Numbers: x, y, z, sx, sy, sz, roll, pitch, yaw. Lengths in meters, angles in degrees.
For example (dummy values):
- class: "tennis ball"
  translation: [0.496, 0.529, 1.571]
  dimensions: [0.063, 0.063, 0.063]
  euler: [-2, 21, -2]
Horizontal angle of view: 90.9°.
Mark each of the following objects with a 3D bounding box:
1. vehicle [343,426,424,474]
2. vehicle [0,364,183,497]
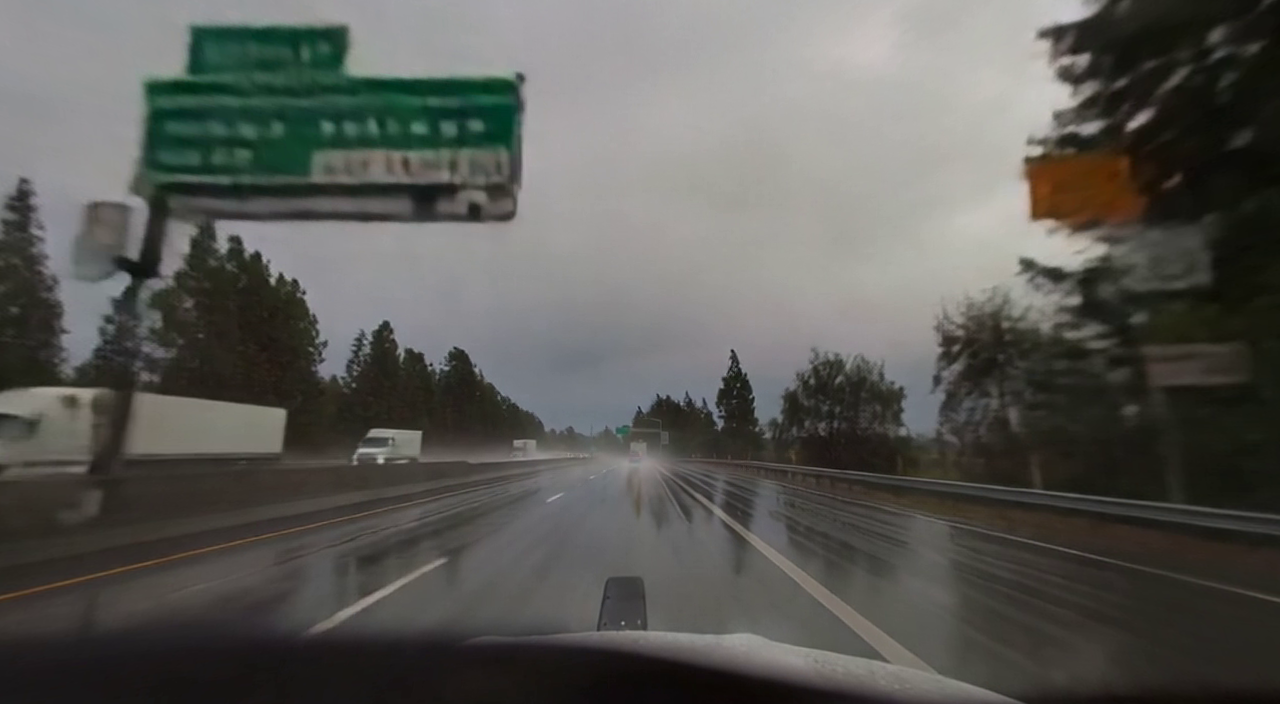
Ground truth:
- class: "vehicle"
  translation: [-17.089, 6.599, 42.529]
  dimensions: [2.659, 2.913, 6.929]
  euler: [0, -9, -1]
- class: "vehicle"
  translation: [-20.612, 2.901, 22.329]
  dimensions: [2.969, 3.921, 7.766]
  euler: [0, -9, -2]
